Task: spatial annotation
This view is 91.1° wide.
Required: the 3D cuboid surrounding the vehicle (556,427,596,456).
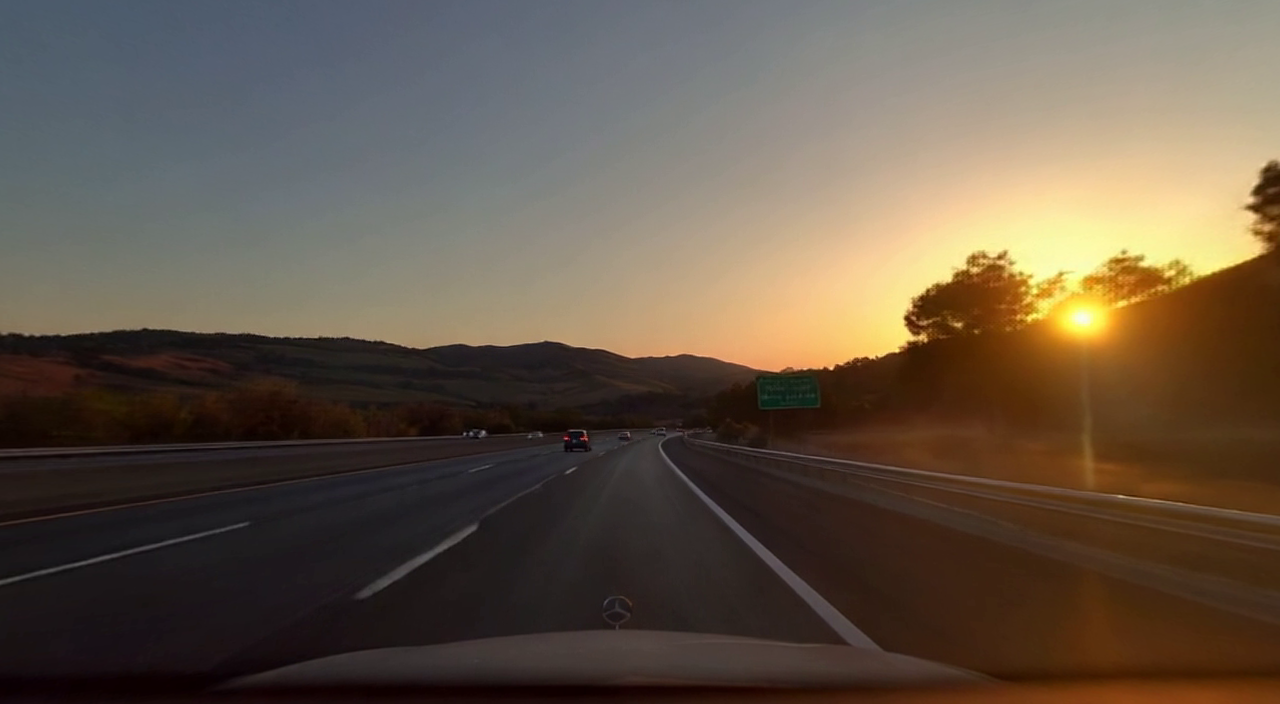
[{"bbox_3d":[-4.002,5.651,39.934,1.980,1.721,4.419,0,-8,1],"label":"vehicle"}]
